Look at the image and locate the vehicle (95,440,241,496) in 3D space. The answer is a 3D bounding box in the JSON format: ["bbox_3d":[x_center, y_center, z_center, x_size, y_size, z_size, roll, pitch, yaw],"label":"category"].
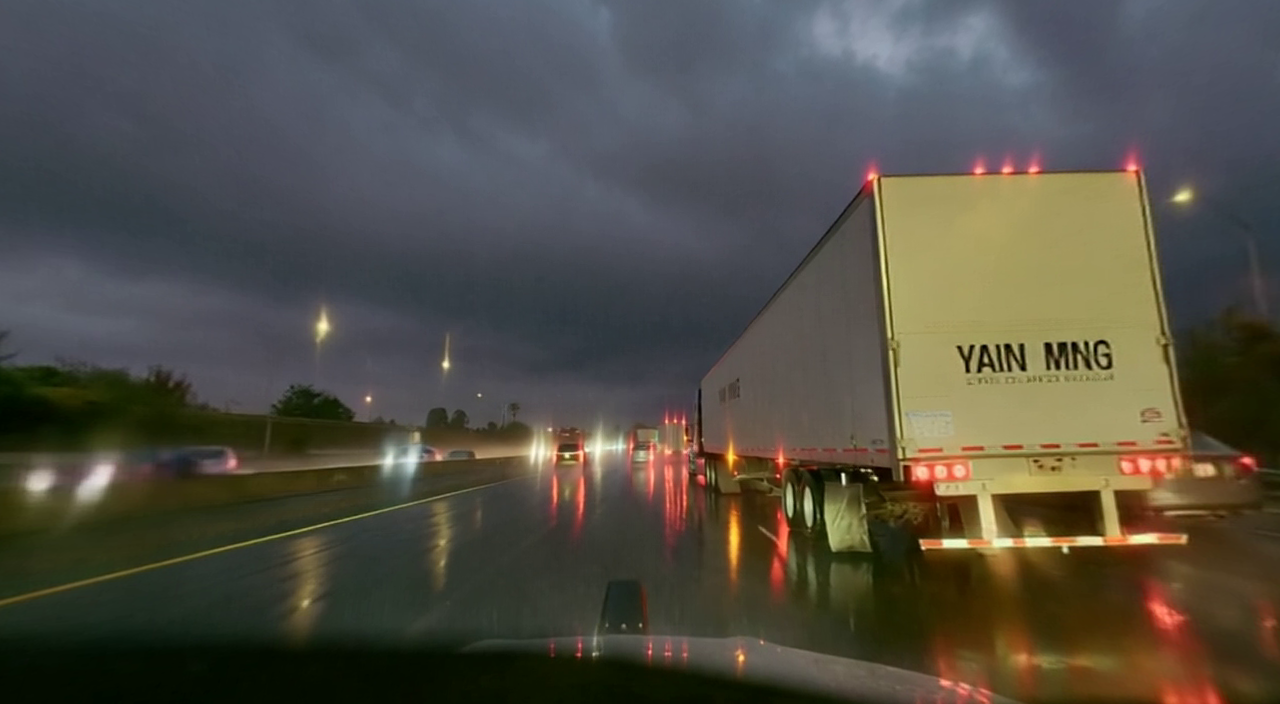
[{"bbox_3d":[-23.527,5.778,31.930,2.531,2.538,6.239,0,-9,0],"label":"vehicle"}]

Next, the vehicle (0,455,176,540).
[{"bbox_3d":[-12.641,2.950,13.256,2.044,1.481,4.822,0,-9,1],"label":"vehicle"}]

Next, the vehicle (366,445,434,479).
[{"bbox_3d":[-12.729,5.817,33.720,1.957,1.672,4.174,0,-9,1],"label":"vehicle"}]

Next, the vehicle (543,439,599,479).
[{"bbox_3d":[-3.145,5.011,29.754,2.058,1.711,4.226,0,-9,1],"label":"vehicle"}]

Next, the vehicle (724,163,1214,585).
[{"bbox_3d":[3.876,1.056,12.288,2.821,4.077,12.562,0,-9,0],"label":"vehicle"}]

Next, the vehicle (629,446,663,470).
[{"bbox_3d":[0.364,6.792,40.673,2.063,1.469,4.208,0,-9,0],"label":"vehicle"}]
